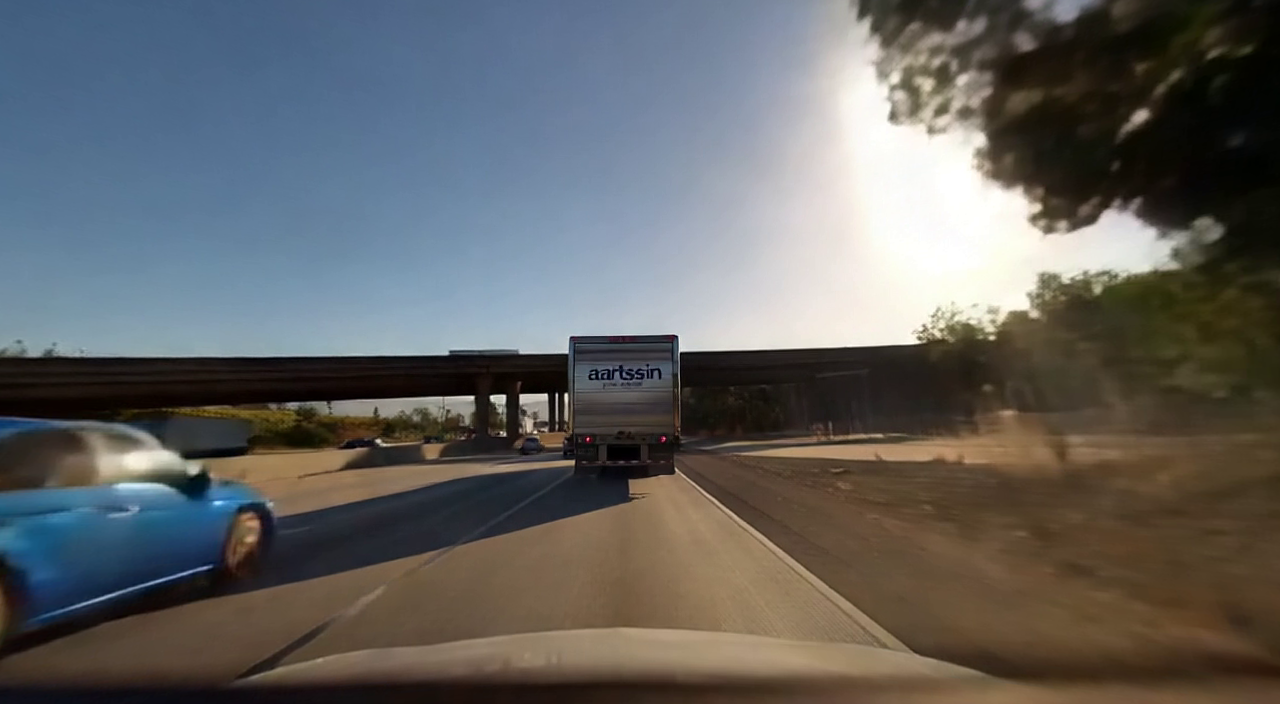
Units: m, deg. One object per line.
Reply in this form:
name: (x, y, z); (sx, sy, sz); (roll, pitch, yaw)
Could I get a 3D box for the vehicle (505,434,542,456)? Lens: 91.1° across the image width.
vehicle: (-8.604, 6.889, 46.695); (1.940, 1.488, 3.976); (0, -8, 0)

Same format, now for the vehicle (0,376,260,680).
vehicle: (-4.510, 0.939, 3.256); (2.052, 1.639, 4.894); (0, -8, 0)

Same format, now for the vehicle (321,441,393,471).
vehicle: (-16.004, 5.877, 35.830); (1.924, 1.498, 4.565); (0, -8, 0)

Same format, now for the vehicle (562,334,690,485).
vehicle: (-0.418, 2.247, 22.482); (3.442, 4.106, 10.719); (0, -8, 0)
